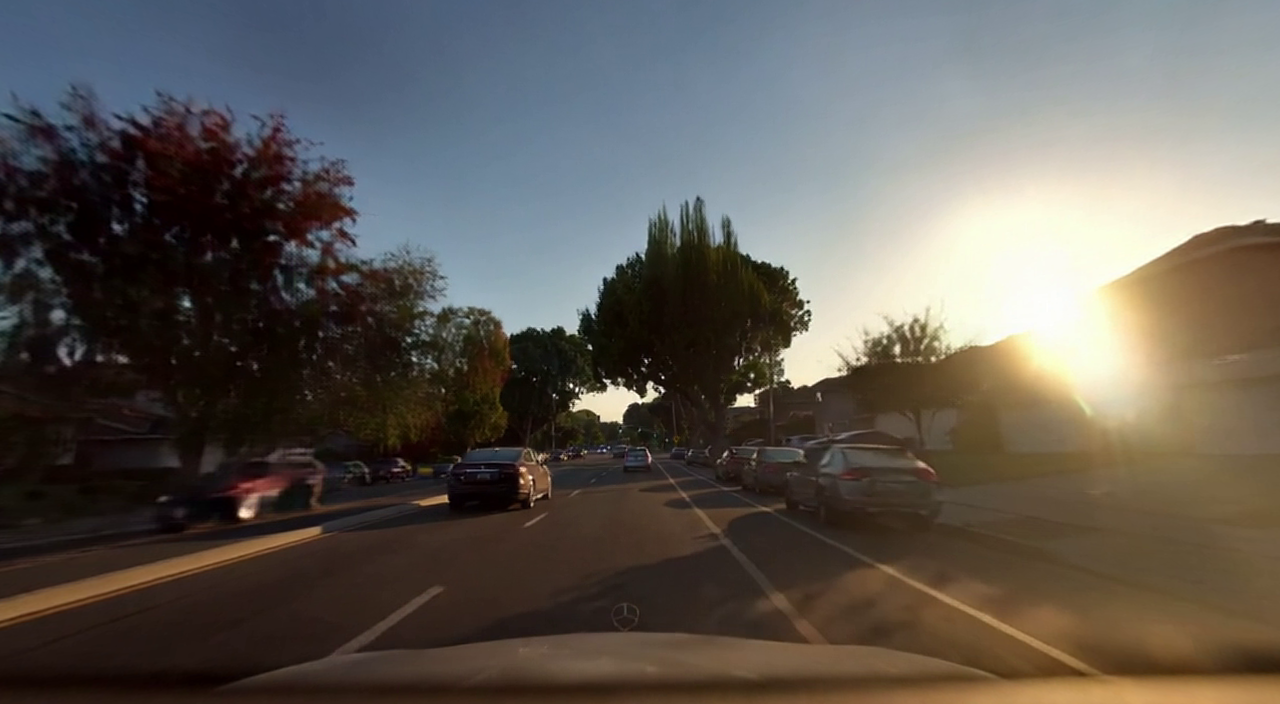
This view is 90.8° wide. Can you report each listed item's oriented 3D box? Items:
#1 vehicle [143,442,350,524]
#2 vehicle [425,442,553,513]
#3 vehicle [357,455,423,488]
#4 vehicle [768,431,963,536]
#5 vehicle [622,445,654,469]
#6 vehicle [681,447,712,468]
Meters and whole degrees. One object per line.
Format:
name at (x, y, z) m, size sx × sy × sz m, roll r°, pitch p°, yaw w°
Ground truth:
vehicle at (-9.970, 3.308, 16.668) m, size 2.191 × 1.805 × 4.929 m, roll 0°, pitch -8°, yaw 1°
vehicle at (-3.488, 2.985, 15.564) m, size 2.027 × 1.477 × 4.413 m, roll 0°, pitch -8°, yaw 0°
vehicle at (-14.508, 6.944, 36.946) m, size 1.904 × 1.497 × 4.848 m, roll -5°, pitch -8°, yaw 0°
vehicle at (4.204, 2.522, 12.861) m, size 2.045 × 1.702 × 4.916 m, roll 0°, pitch -9°, yaw -1°
vehicle at (-0.143, 7.079, 42.721) m, size 2.088 × 1.495 × 4.048 m, roll 0°, pitch -8°, yaw 0°
vehicle at (4.370, 8.187, 49.219) m, size 1.944 × 1.470 × 4.530 m, roll 0°, pitch -8°, yaw -1°
